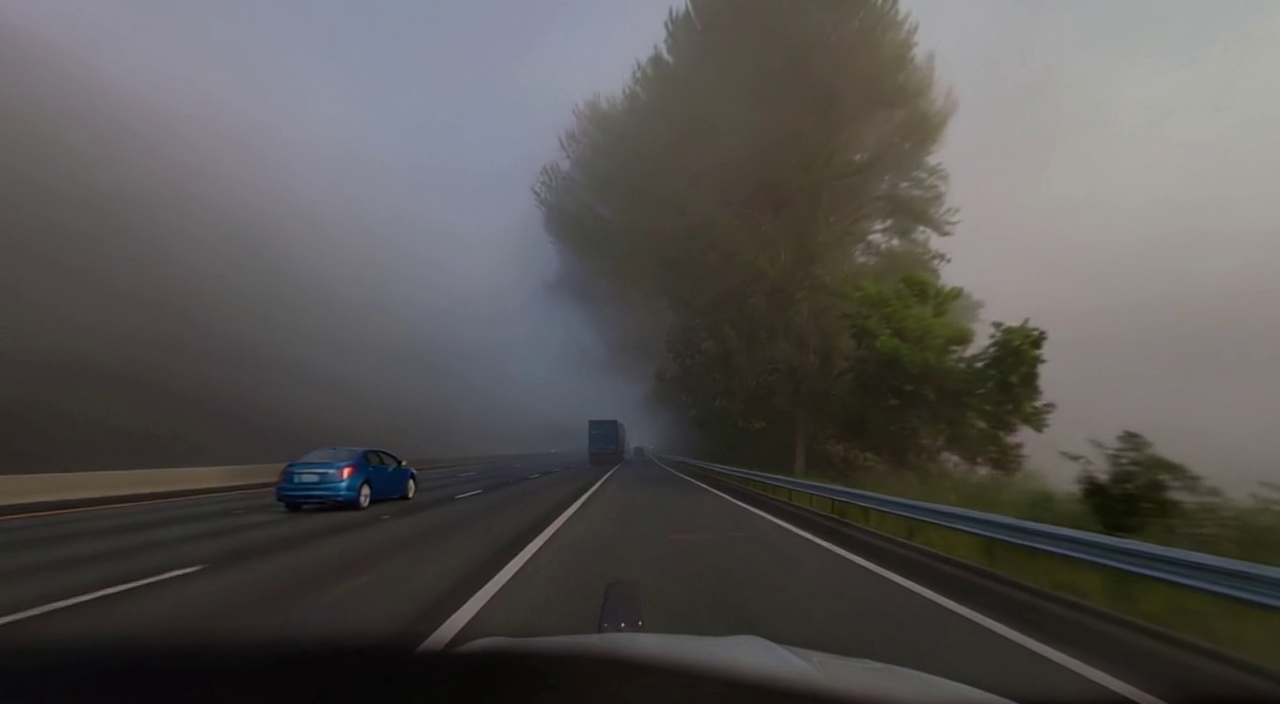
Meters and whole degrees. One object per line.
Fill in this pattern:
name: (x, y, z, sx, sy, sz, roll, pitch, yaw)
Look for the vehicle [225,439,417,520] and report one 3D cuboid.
vehicle: (-6.876, 2.780, 14.279, 1.938, 1.507, 4.557, 0, -9, 0)
